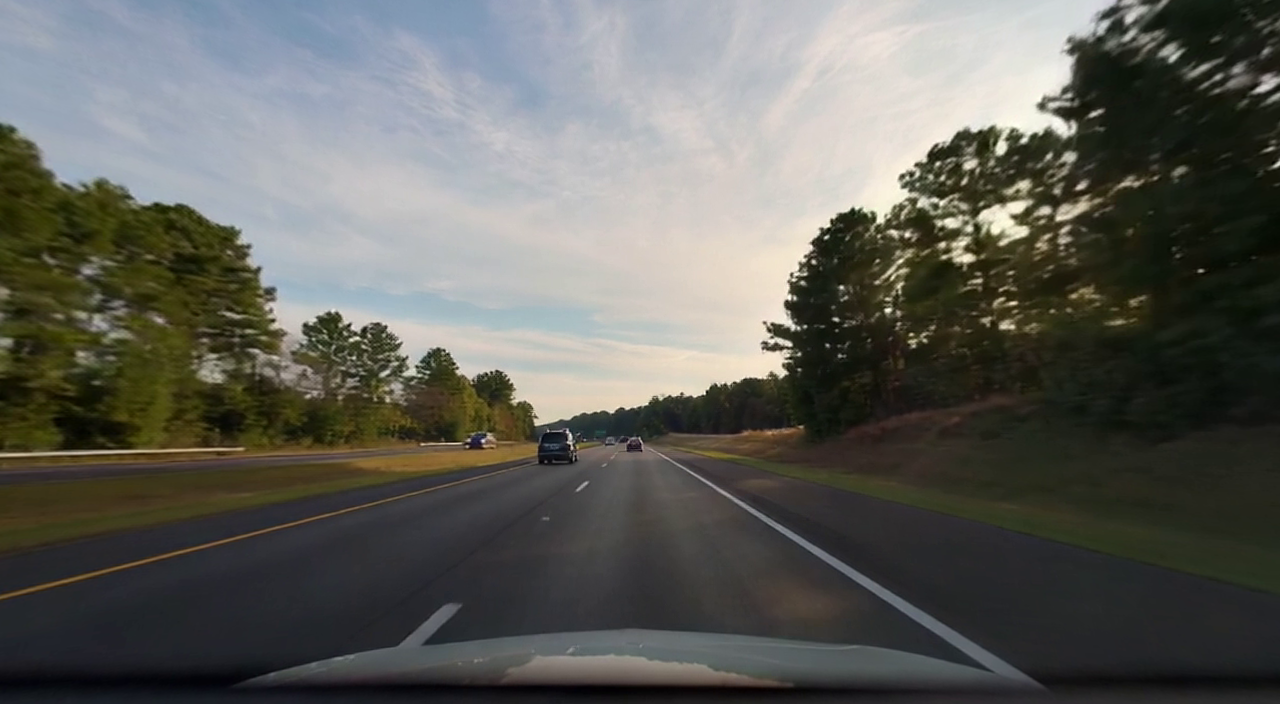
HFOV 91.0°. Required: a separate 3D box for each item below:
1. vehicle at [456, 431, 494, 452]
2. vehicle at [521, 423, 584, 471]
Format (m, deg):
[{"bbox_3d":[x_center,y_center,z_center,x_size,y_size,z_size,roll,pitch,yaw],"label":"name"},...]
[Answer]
[{"bbox_3d":[-12.678,6.923,48.617,1.887,1.536,4.163,0,-8,-1],"label":"vehicle"},{"bbox_3d":[-3.934,4.381,29.158,2.241,2.034,4.890,0,-8,0],"label":"vehicle"}]
